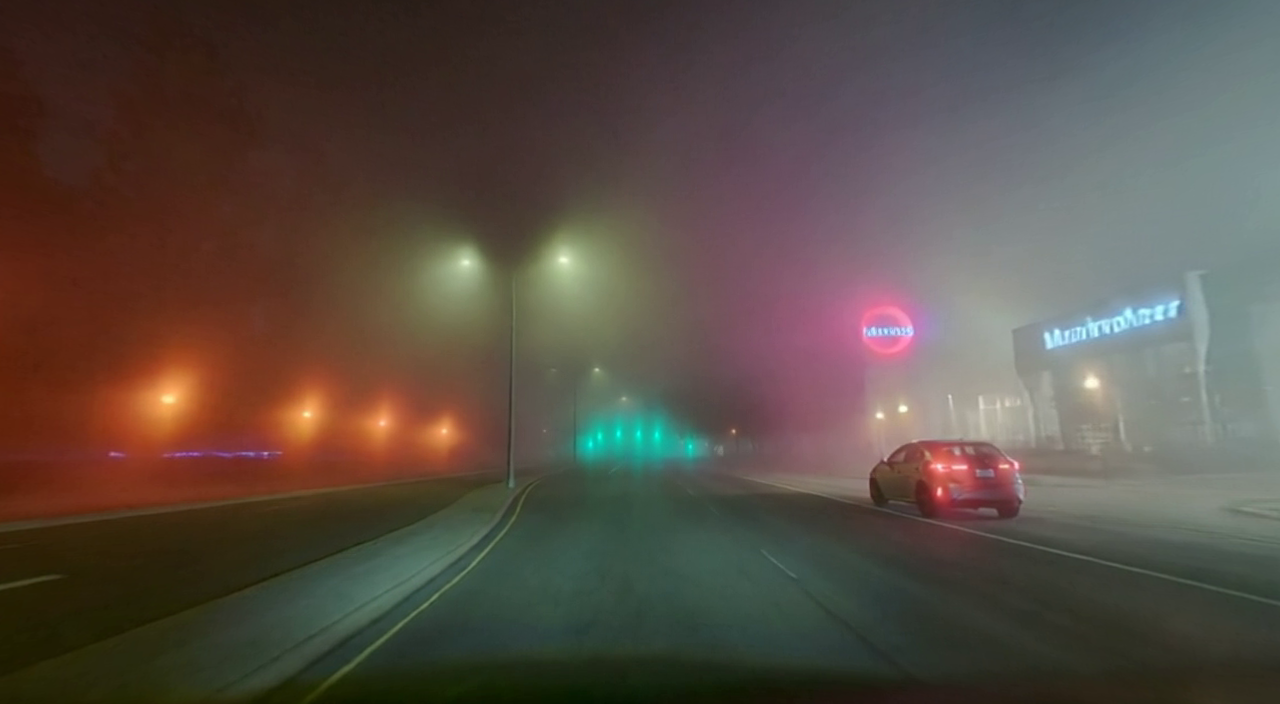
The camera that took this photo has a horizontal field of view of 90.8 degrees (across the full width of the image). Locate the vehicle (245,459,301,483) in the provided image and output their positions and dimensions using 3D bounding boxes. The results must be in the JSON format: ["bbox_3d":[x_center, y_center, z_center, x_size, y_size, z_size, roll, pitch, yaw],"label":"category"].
[{"bbox_3d":[-27.666,8.917,47.545,4.967,1.587,2.096,-8,-11,41],"label":"vehicle"}]

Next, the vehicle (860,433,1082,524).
[{"bbox_3d":[6.395,2.484,13.026,1.913,1.504,4.738,0,-9,-1],"label":"vehicle"}]
